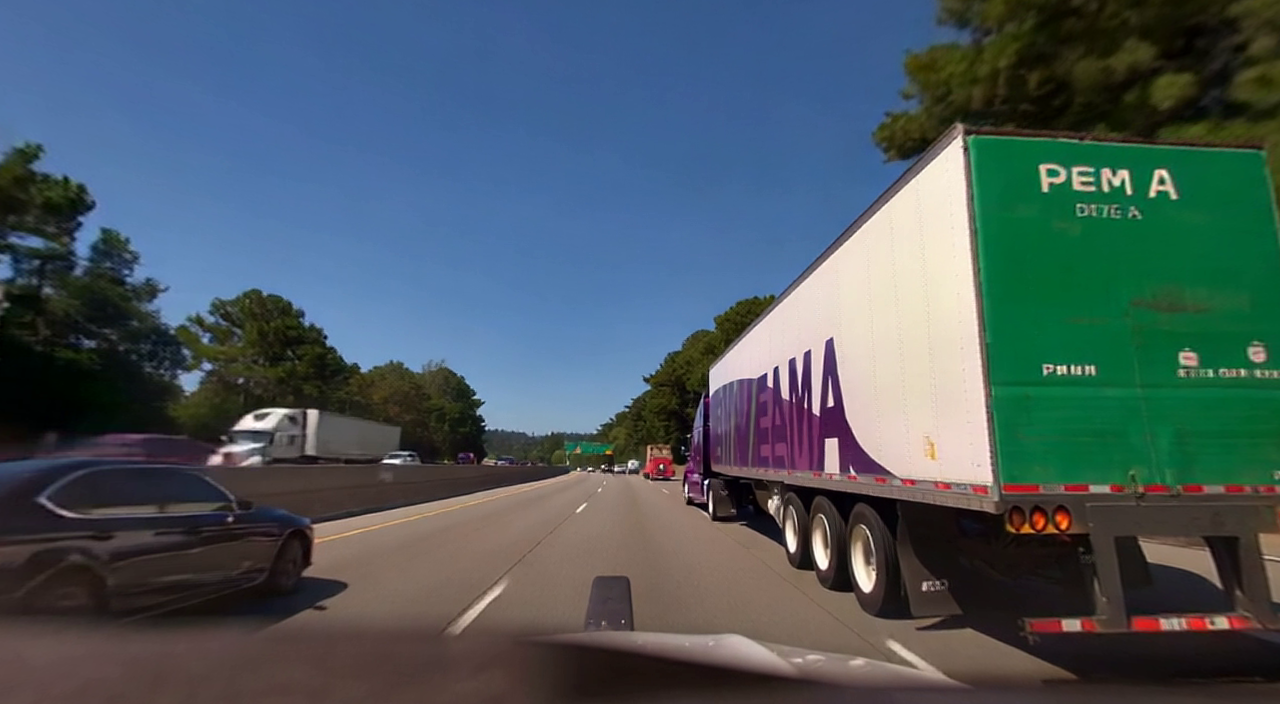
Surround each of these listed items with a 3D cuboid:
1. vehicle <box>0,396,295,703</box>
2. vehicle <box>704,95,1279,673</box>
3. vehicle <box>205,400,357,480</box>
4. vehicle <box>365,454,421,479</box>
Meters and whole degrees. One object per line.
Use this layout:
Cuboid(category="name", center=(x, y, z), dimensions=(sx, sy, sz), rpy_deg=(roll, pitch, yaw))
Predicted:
Cuboid(category="vehicle", center=(-3.967, 0.983, 2.854), dimensions=(2.010, 1.580, 4.949), rpy_deg=(1, -10, 0))
Cuboid(category="vehicle", center=(3.423, 1.338, 11.300), dimensions=(2.856, 4.040, 14.009), rpy_deg=(1, -10, -1))
Cuboid(category="vehicle", center=(-20.323, 5.341, 36.801), dimensions=(2.929, 3.960, 10.134), rpy_deg=(1, -10, -1))
Cuboid(category="vehicle", center=(-16.721, 7.804, 42.941), dimensions=(2.006, 1.509, 4.779), rpy_deg=(1, -10, -2))
